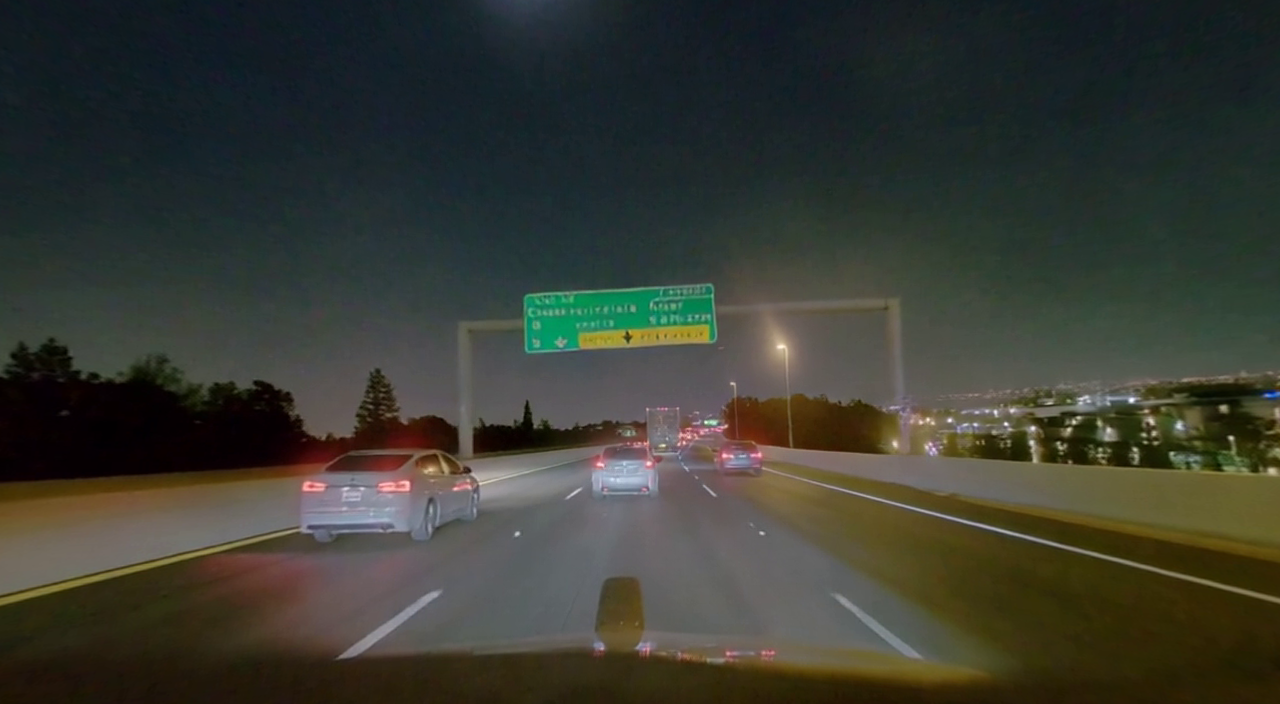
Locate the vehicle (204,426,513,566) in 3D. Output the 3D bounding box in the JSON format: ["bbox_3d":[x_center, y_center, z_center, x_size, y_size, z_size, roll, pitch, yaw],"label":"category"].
[{"bbox_3d":[-3.528,1.926,9.319,2.130,1.474,5.027,-1,-9,2],"label":"vehicle"}]

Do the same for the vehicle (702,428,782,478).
[{"bbox_3d":[3.686,3.755,23.688,2.166,1.666,4.618,0,-9,-1],"label":"vehicle"}]

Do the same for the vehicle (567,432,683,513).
[{"bbox_3d":[-0.252,2.542,13.753,2.136,1.470,3.971,0,-9,1],"label":"vehicle"}]
